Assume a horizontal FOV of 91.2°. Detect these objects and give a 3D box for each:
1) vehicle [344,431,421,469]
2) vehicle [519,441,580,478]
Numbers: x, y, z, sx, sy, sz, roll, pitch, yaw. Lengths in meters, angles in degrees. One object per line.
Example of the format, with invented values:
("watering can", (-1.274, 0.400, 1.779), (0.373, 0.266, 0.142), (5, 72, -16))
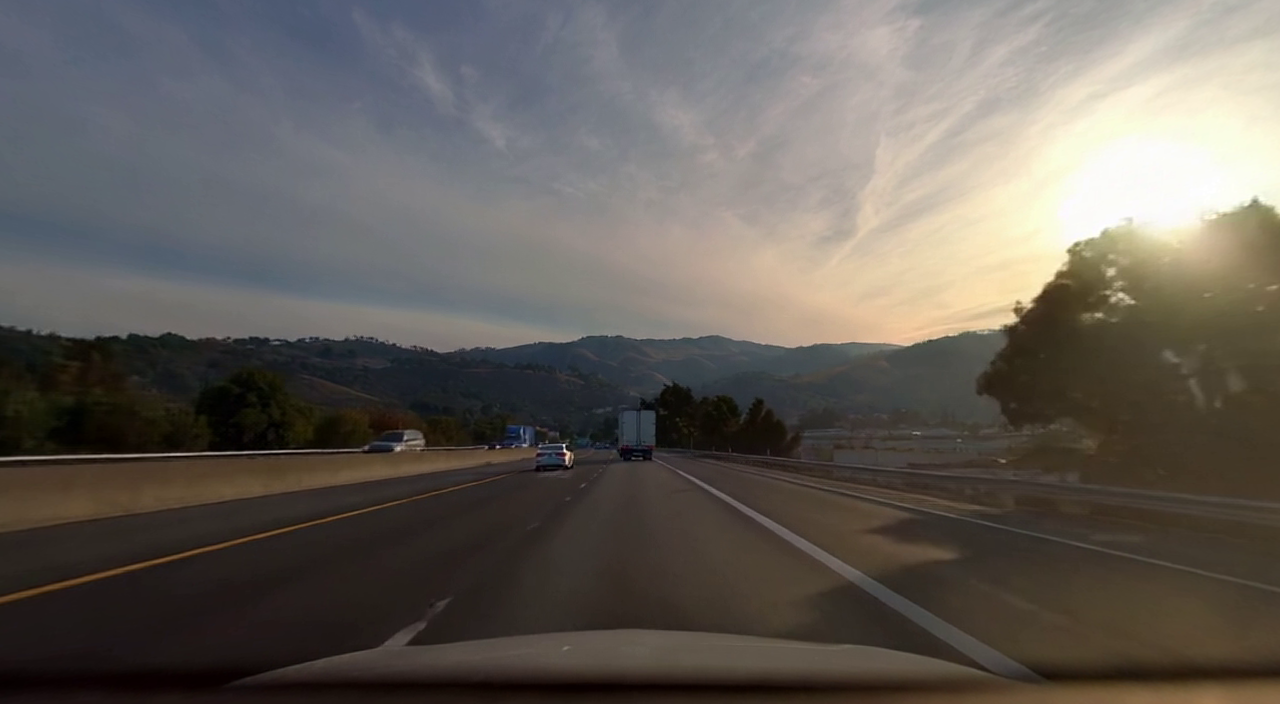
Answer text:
("vehicle", (-13.416, 5.151, 33.001), (2.054, 1.840, 4.734), (0, -9, 0))
("vehicle", (-3.951, 4.801, 28.205), (2.057, 1.519, 4.372), (0, -9, 0))
